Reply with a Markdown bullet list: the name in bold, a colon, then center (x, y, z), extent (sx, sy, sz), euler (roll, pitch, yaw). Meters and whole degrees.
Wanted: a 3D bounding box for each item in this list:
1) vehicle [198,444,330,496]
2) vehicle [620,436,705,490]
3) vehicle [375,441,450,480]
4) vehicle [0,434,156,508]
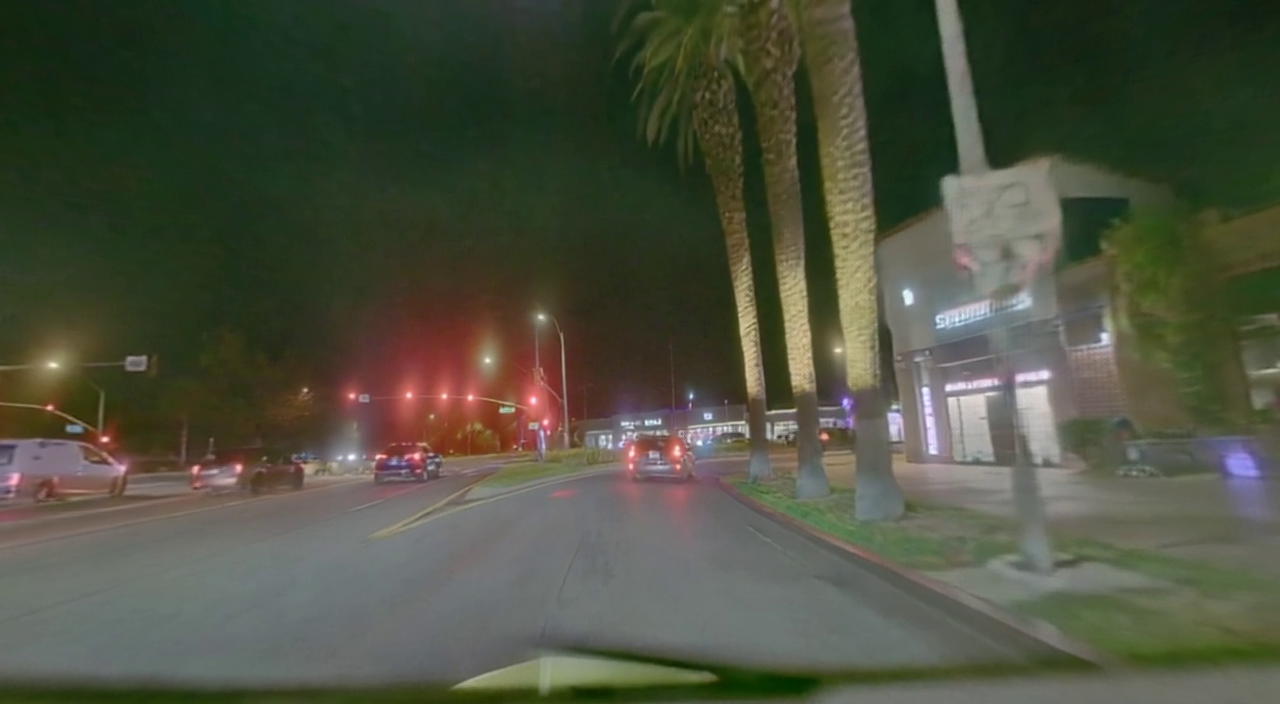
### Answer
- **vehicle**: center (-12.011, 3.774, 20.591), extent (1.905, 1.482, 4.463), euler (1, -9, -6)
- **vehicle**: center (0.843, 3.460, 20.055), extent (2.070, 1.493, 4.570), euler (-2, -9, 10)
- **vehicle**: center (-9.574, 4.594, 26.993), extent (1.912, 1.487, 4.471), euler (1, -9, -6)
- **vehicle**: center (-18.732, 3.685, 20.126), extent (2.627, 2.009, 5.719), euler (1, -9, -8)
